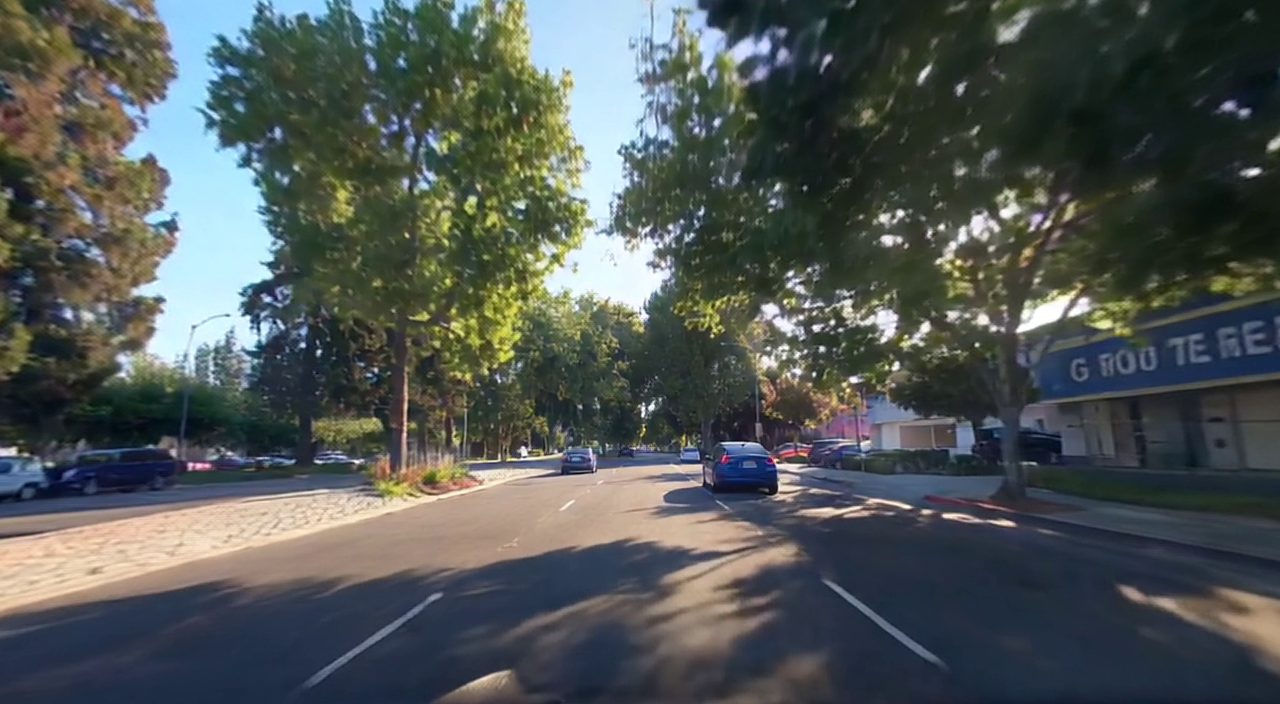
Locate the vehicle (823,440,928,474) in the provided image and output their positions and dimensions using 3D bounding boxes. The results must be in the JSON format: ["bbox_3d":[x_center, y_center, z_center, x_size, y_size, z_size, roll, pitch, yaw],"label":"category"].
[{"bbox_3d":[13.868,6.217,37.370,5.342,1.867,2.147,0,-8,-6],"label":"vehicle"}]

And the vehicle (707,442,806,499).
[{"bbox_3d":[3.282,3.442,18.720,2.083,1.474,4.360,0,-9,-1],"label":"vehicle"}]

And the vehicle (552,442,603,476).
[{"bbox_3d":[-3.145,5.487,32.606,2.113,1.626,4.129,-1,-9,2],"label":"vehicle"}]

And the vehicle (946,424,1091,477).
[{"bbox_3d":[16.761,4.433,28.426,2.160,2.093,5.795,1,-9,-10],"label":"vehicle"}]

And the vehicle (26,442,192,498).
[{"bbox_3d":[-22.292,4.929,26.882,2.255,2.117,5.319,-1,-9,3],"label":"vehicle"}]
